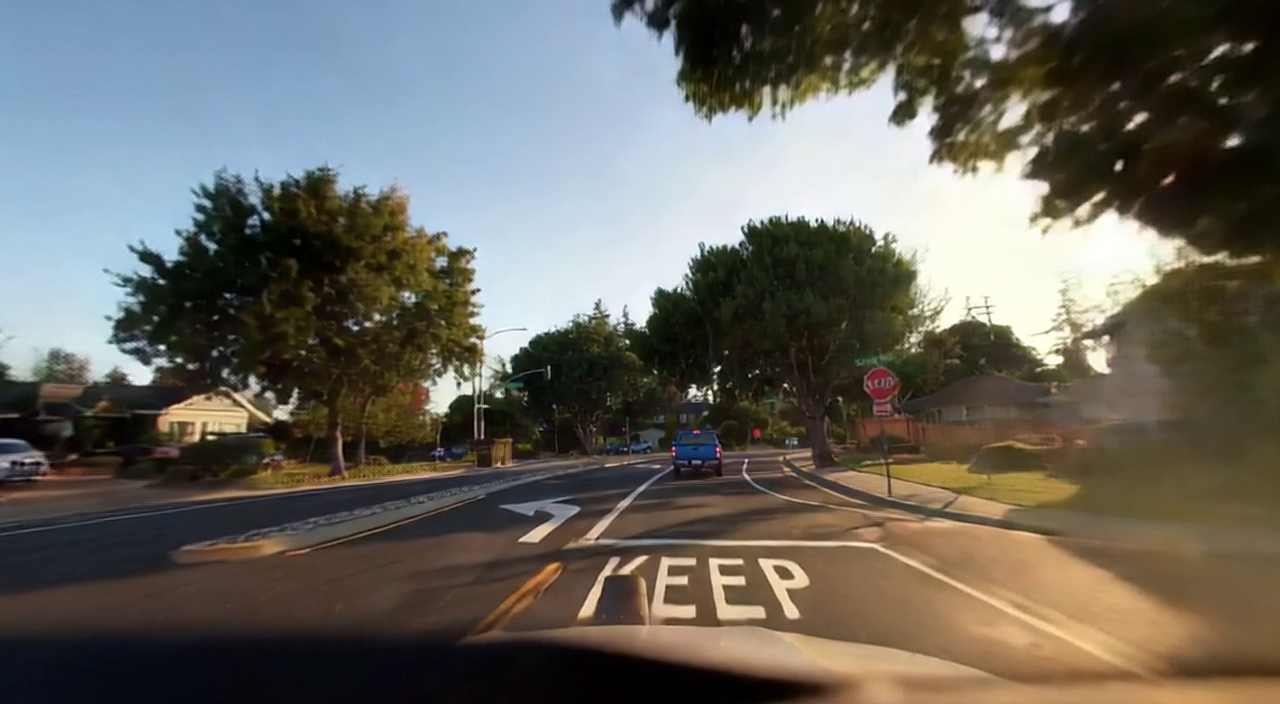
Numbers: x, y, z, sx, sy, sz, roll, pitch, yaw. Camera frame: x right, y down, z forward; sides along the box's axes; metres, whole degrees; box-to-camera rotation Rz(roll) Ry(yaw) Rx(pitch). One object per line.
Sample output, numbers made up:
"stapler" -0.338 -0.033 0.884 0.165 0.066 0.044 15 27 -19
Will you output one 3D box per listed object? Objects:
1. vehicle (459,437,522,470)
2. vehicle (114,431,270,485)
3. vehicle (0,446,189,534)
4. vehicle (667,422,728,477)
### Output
"vehicle" -9.251 6.314 39.602 2.053 1.822 4.852 -3 -7 11
"vehicle" -19.857 4.694 28.203 5.208 1.960 2.385 -3 -8 0
"vehicle" -12.753 2.949 14.080 1.873 1.508 4.483 -2 -7 4
"vehicle" 2.385 3.853 25.059 2.153 1.942 4.767 -1 -8 8
